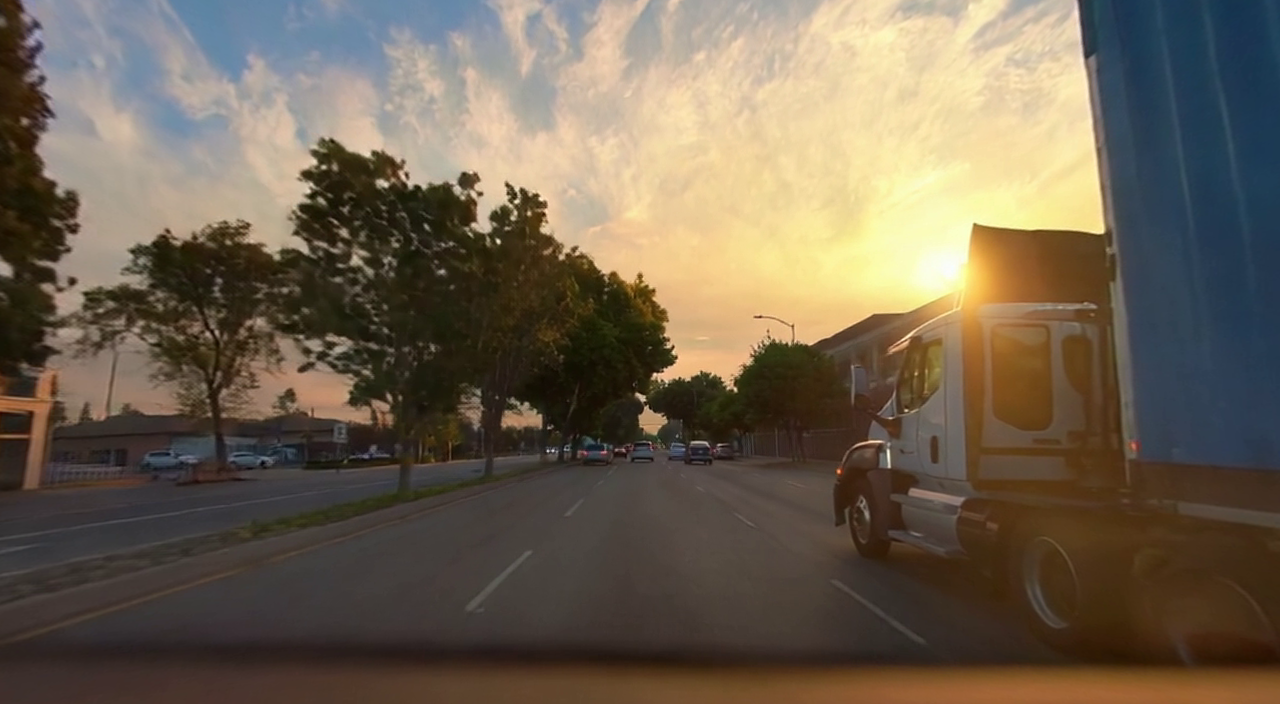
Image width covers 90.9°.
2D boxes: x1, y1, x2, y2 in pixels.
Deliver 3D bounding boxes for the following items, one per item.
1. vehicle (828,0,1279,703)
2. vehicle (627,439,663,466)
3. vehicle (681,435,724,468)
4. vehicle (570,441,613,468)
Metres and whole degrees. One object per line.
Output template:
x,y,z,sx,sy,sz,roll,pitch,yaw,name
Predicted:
3.692,-0.188,3.165,3.006,3.679,8.506,-1,-8,1,vehicle
0.338,6.675,41.921,2.276,1.704,3.925,0,-8,0,vehicle
3.839,6.188,39.487,2.196,1.908,4.412,0,-8,-1,vehicle
-2.919,6.330,38.977,2.211,1.537,4.666,0,-8,1,vehicle
